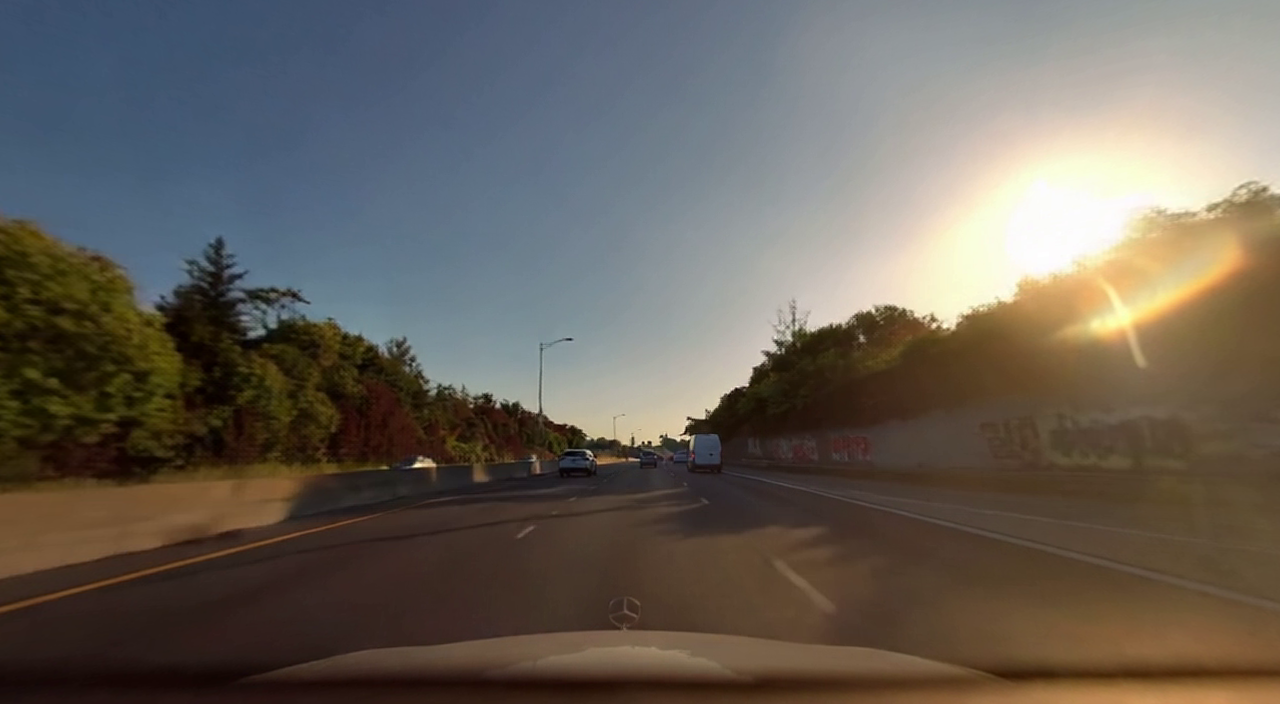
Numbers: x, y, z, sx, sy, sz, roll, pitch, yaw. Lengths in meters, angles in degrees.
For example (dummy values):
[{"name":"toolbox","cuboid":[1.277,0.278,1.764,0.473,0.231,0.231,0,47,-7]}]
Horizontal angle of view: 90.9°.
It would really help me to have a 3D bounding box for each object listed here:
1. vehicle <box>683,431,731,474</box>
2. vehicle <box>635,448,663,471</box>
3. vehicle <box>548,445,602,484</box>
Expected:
[{"name":"vehicle","cuboid":[4.288,6.586,41.241,2.469,2.591,5.653,0,-9,0]},{"name":"vehicle","cuboid":[0.697,8.402,49.396,2.108,1.663,3.159,0,-9,1]},{"name":"vehicle","cuboid":[-2.899,5.137,29.082,1.964,1.618,4.489,0,-9,1]}]
